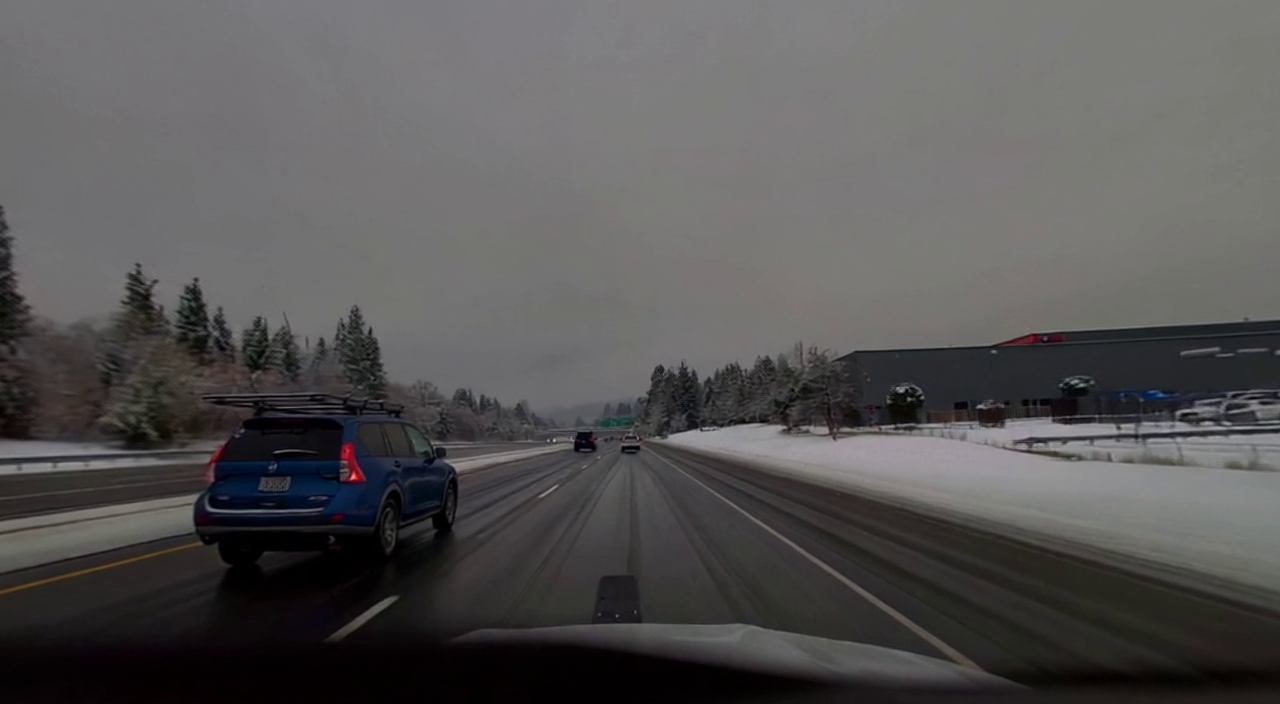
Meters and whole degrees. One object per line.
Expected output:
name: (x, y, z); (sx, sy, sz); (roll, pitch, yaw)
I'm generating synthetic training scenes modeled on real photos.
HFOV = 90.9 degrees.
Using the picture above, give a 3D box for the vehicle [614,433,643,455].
vehicle: (-0.855, 7.140, 49.036); (2.151, 1.618, 3.898); (0, -8, -1)
